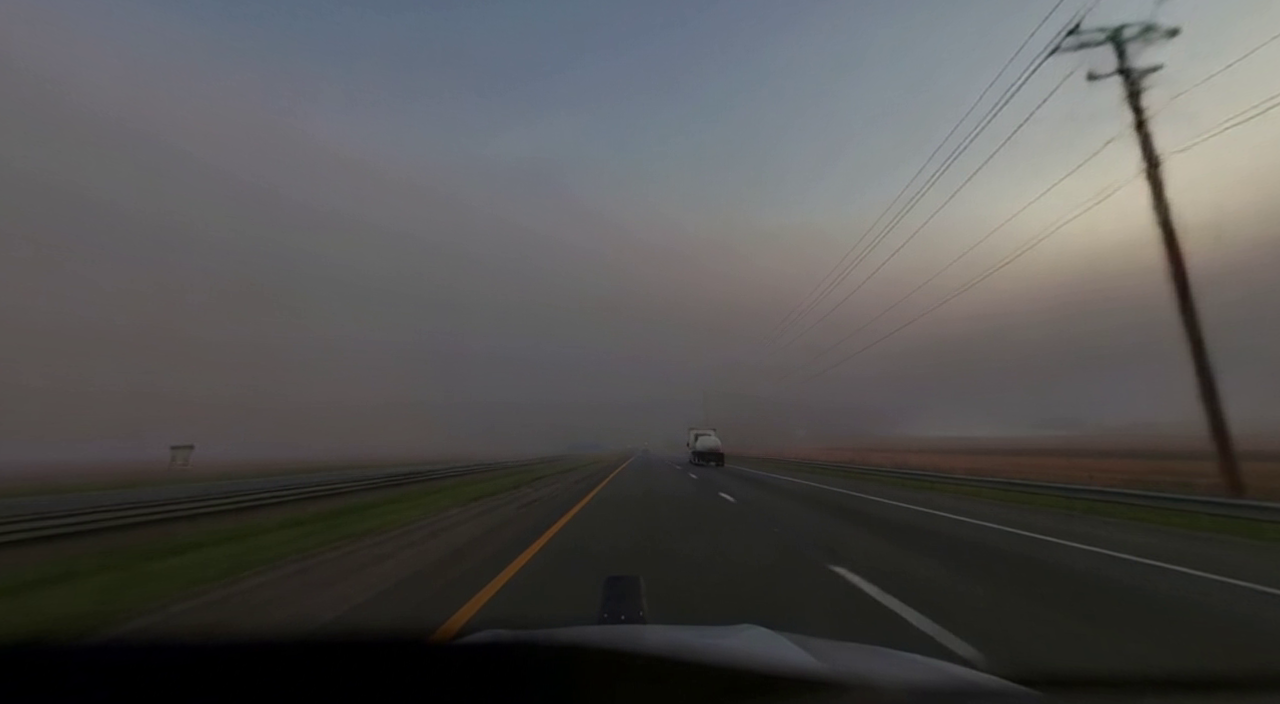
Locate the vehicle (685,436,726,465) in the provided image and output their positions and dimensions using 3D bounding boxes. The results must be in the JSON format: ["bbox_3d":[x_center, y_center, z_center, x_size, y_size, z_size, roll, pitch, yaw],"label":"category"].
[{"bbox_3d":[4.429,6.763,43.221,2.228,1.852,5.449,0,-8,0],"label":"vehicle"}]
